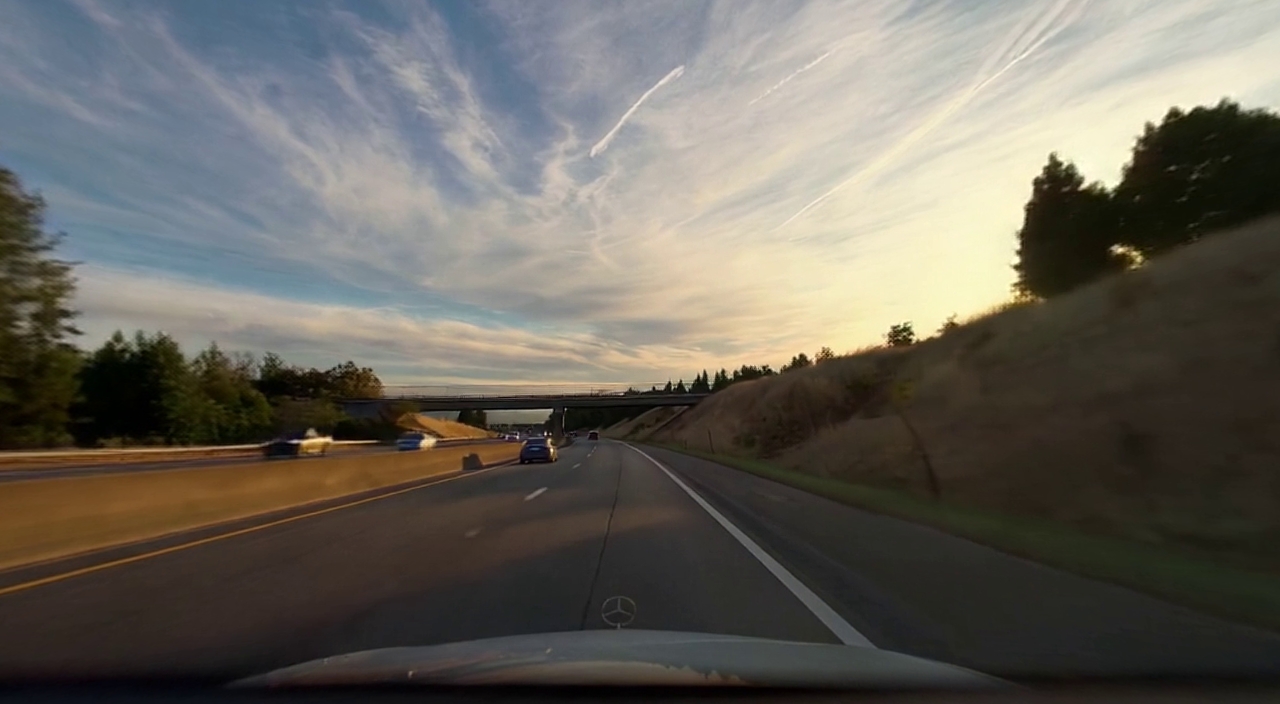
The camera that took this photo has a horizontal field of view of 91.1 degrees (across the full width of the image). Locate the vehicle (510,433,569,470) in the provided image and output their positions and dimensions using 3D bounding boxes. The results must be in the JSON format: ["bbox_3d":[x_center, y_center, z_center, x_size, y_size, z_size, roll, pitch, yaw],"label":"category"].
[{"bbox_3d":[-4.429,4.418,28.302,2.005,1.509,4.260,0,-8,-1],"label":"vehicle"}]
